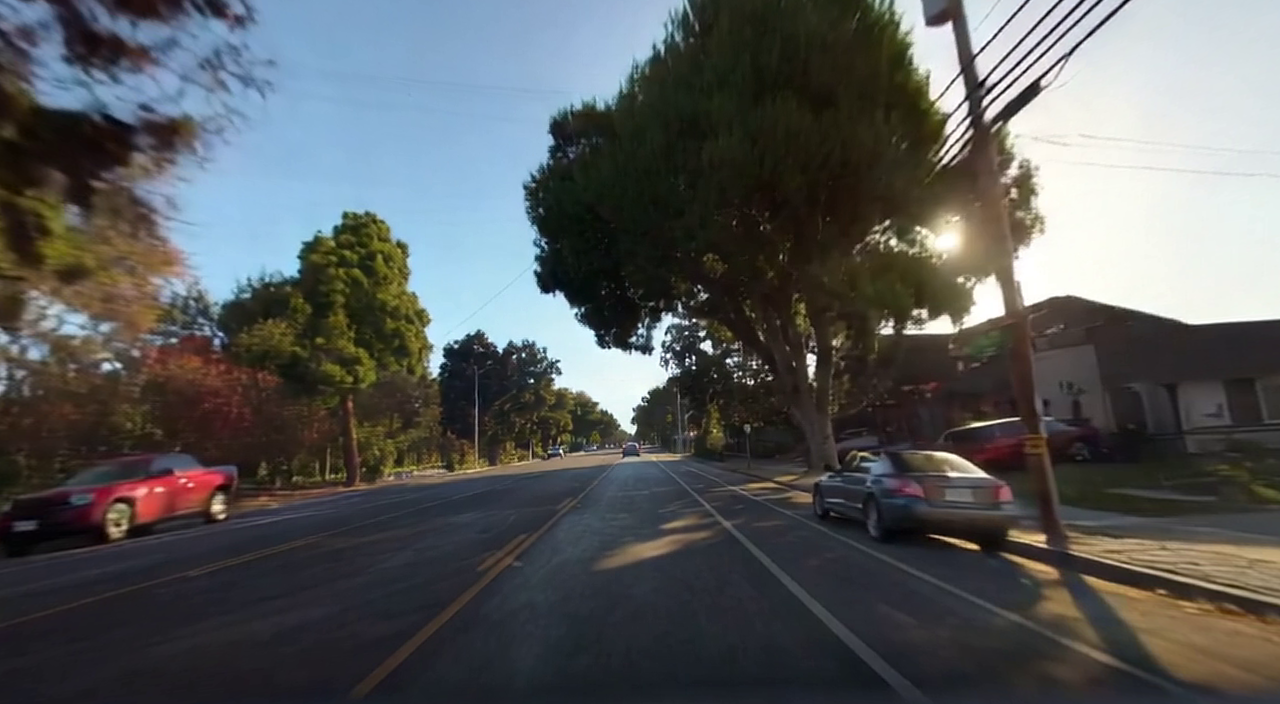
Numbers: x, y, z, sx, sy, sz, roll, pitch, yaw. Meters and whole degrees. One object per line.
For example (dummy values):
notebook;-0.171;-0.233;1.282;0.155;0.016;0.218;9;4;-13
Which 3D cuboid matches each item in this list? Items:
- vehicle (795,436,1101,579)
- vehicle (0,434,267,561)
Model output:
vehicle;3.919;2.030;9.182;2.167;1.535;4.464;0;-8;0
vehicle;-10.939;3.017;13.960;2.111;2.050;5.328;-7;-8;0
